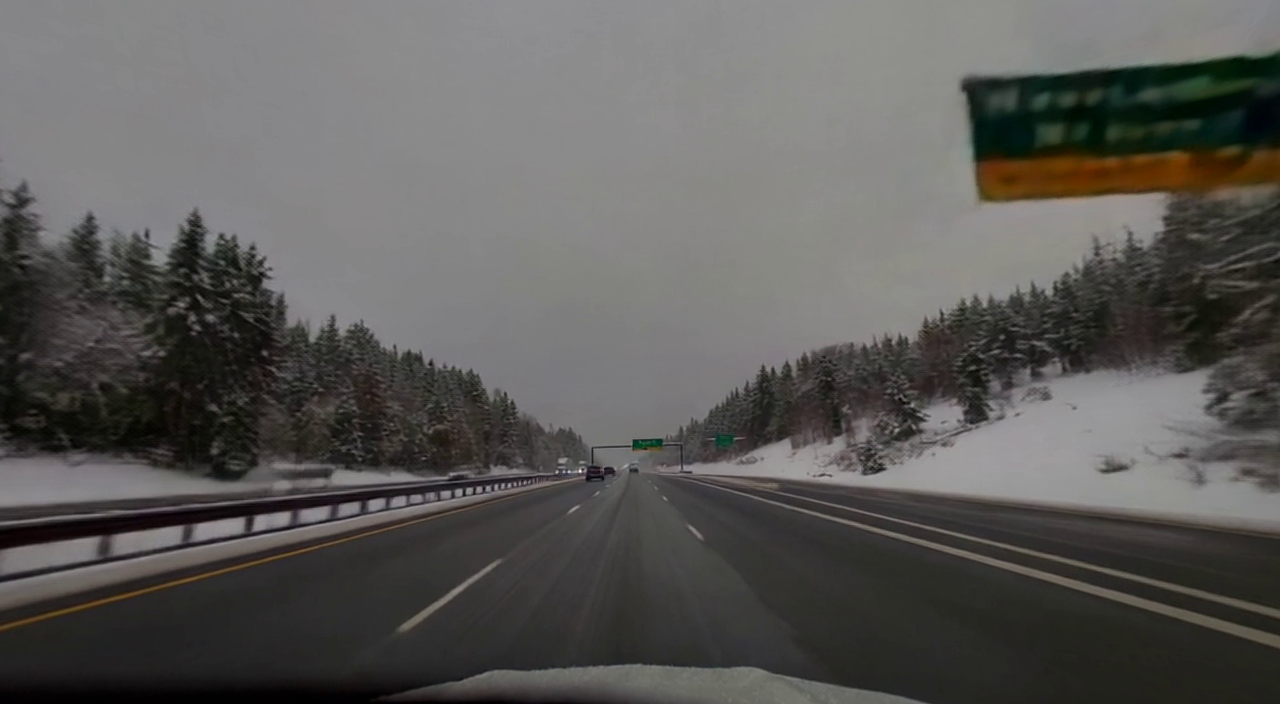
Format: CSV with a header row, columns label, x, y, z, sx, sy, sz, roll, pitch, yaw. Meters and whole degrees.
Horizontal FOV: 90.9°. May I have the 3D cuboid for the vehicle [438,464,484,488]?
label,x,y,z,sx,sy,sz,roll,pitch,yaw
vehicle,-12.268,8.520,43.426,1.864,1.517,4.275,1,-11,1

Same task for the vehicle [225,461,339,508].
label,x,y,z,sx,sy,sz,roll,pitch,yaw
vehicle,-12.704,4.735,22.676,1.879,1.481,3.672,1,-11,0
